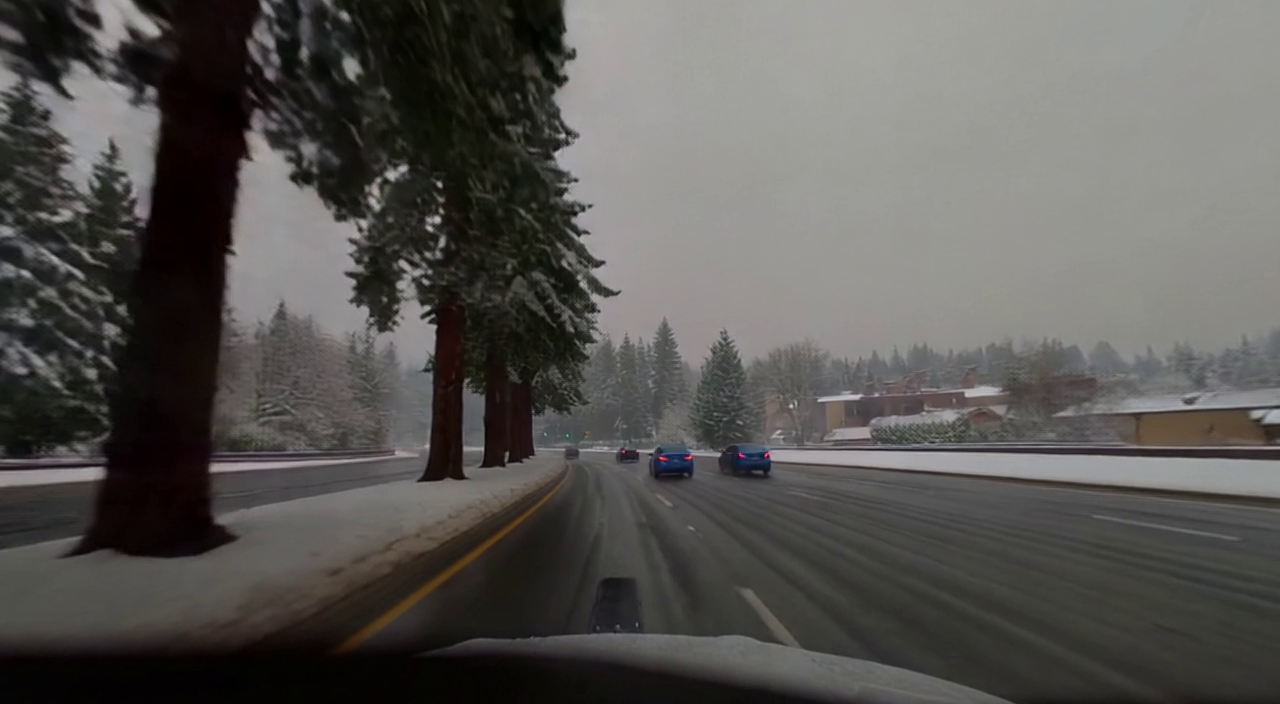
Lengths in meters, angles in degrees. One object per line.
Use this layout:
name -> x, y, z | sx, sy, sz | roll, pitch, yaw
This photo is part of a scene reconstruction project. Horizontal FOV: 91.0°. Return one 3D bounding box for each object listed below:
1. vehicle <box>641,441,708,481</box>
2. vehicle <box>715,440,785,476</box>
vehicle -> 1.308, 4.359, 25.573 | 2.077, 1.464, 4.134 | 1, -8, -6
vehicle -> 4.821, 4.682, 28.138 | 1.901, 1.474, 4.363 | 1, -9, -6
